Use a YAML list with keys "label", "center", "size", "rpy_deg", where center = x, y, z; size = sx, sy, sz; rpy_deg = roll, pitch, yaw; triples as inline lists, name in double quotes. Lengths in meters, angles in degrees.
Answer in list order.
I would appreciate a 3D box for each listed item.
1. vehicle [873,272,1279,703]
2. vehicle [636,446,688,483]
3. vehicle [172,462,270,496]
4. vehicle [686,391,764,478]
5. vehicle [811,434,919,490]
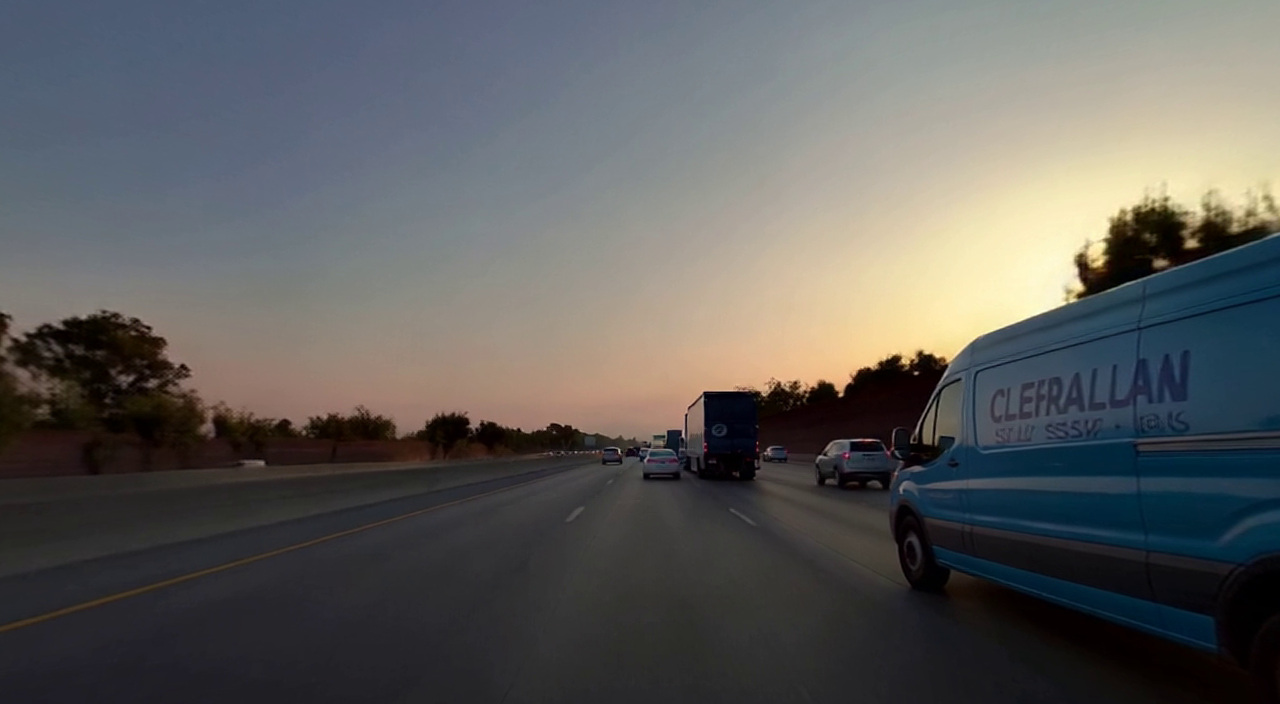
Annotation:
- label: "vehicle"
  center: [3.789, 0.916, 3.970]
  size: [2.441, 2.017, 5.739]
  rpy_deg: [0, -9, 0]
- label: "vehicle"
  center: [0.870, 4.851, 27.474]
  size: [2.063, 1.469, 4.208]
  rpy_deg: [0, -9, -1]
- label: "vehicle"
  center: [-23.177, 7.018, 35.125]
  size: [2.172, 1.608, 4.681]
  rpy_deg: [0, -9, 1]
- label: "vehicle"
  center: [4.469, 4.820, 36.041]
  size: [2.821, 4.077, 12.562]
  rpy_deg: [0, -9, 1]
- label: "vehicle"
  center: [7.818, 3.868, 22.484]
  size: [2.144, 1.769, 4.540]
  rpy_deg: [0, -9, 0]
